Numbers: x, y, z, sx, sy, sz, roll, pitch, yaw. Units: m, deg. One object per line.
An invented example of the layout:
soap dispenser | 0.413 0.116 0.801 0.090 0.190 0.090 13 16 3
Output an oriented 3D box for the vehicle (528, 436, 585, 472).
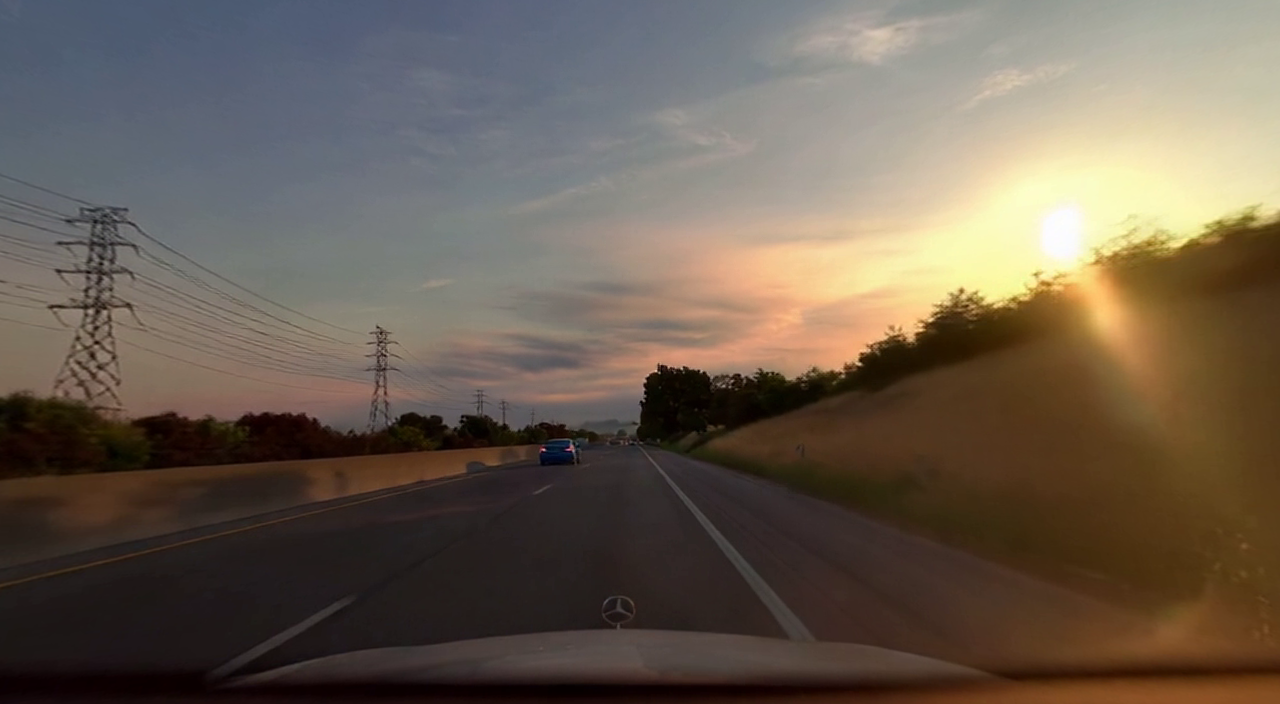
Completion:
vehicle | -3.998 4.965 30.918 2.158 1.604 4.679 0 -8 0
